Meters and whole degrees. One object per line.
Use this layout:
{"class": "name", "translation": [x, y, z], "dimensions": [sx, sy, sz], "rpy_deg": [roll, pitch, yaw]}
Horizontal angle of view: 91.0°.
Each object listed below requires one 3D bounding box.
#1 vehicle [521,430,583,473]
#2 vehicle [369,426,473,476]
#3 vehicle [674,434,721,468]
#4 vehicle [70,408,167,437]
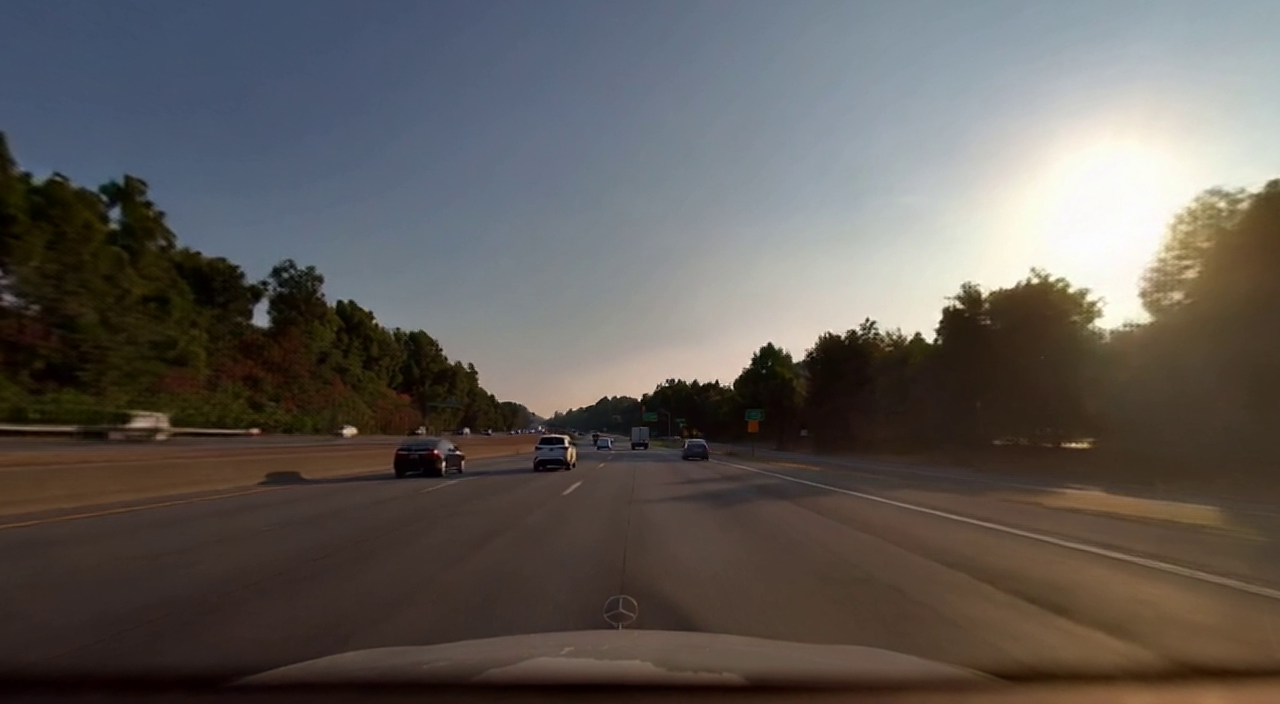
{"class": "vehicle", "translation": [-3.655, 4.244, 27.031], "dimensions": [2.002, 1.680, 4.301], "rpy_deg": [0, -9, 1]}
{"class": "vehicle", "translation": [-8.149, 3.759, 23.991], "dimensions": [2.237, 1.703, 4.681], "rpy_deg": [0, -9, 1]}
{"class": "vehicle", "translation": [3.015, 5.275, 33.755], "dimensions": [2.053, 1.698, 4.097], "rpy_deg": [0, -9, -1]}
{"class": "vehicle", "translation": [-29.044, 4.009, 35.201], "dimensions": [1.859, 1.448, 4.027], "rpy_deg": [-1, -8, 2]}
